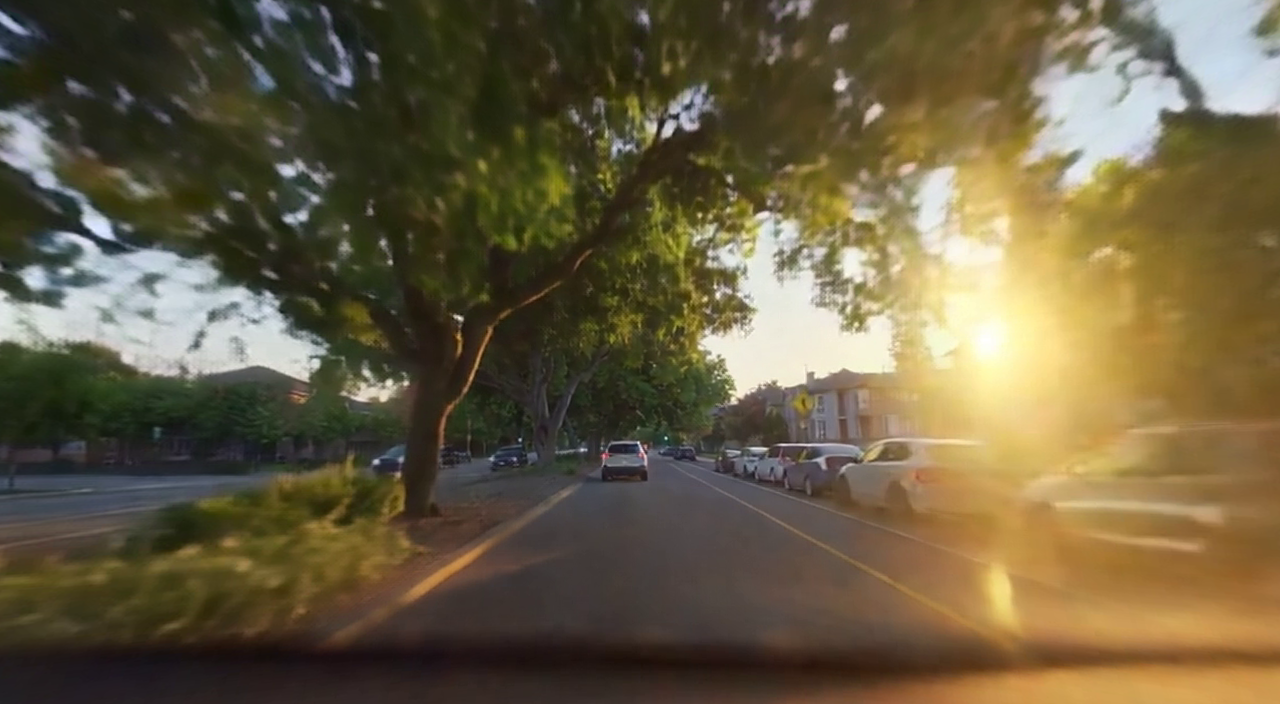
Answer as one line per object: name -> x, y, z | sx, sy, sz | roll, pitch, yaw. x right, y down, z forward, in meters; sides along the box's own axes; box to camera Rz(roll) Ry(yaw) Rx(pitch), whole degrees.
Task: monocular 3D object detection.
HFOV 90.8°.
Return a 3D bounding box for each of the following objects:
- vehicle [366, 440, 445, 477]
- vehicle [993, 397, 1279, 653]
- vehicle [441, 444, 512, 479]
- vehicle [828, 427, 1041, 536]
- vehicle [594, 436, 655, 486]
vehicle -> -12.001, 5.477, 32.777 | 2.020, 1.754, 5.185 | 0, -8, 1
vehicle -> 5.614, 1.433, 5.831 | 2.026, 1.822, 4.520 | 0, -8, 0
vehicle -> -7.614, 5.128, 29.953 | 2.105, 1.474, 4.808 | 0, -8, 0
vehicle -> 5.601, 2.498, 12.840 | 2.053, 1.799, 4.446 | 0, -8, -1
vehicle -> -0.547, 4.035, 23.667 | 2.070, 1.698, 3.925 | 0, -8, -1
